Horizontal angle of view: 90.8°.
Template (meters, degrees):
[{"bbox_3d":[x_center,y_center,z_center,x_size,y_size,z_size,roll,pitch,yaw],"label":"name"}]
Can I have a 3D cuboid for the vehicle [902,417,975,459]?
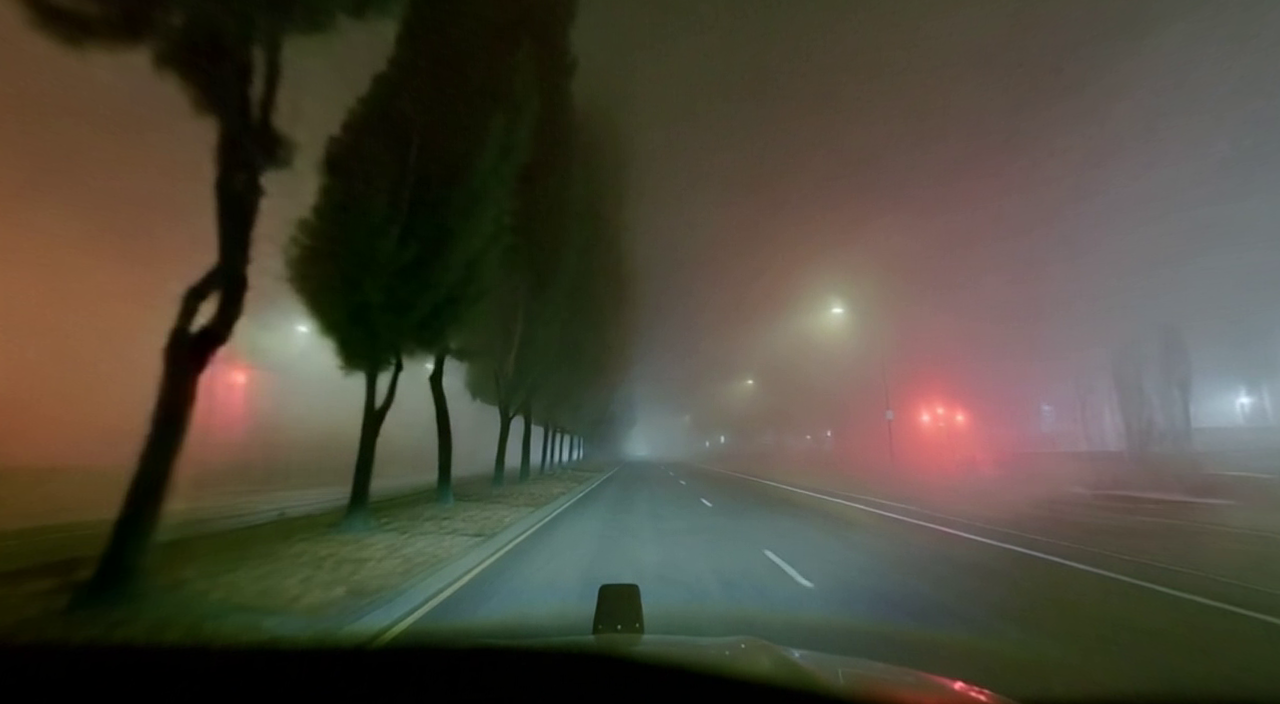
[{"bbox_3d":[21.824,6.355,46.565,2.400,2.851,5.992,0,-8,0],"label":"vehicle"}]
